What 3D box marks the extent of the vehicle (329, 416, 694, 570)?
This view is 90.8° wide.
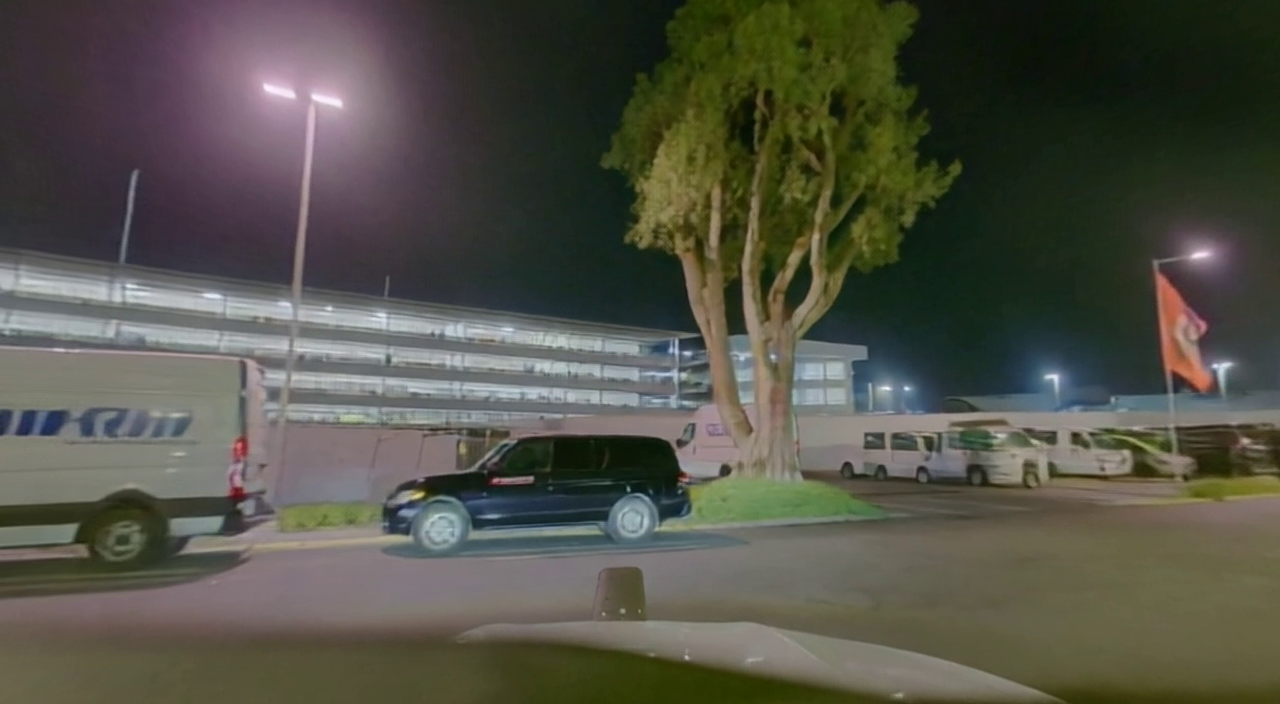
[{"bbox_3d":[-1.864,2.017,9.748,4.992,1.894,2.043,4,-8,-21],"label":"vehicle"}]

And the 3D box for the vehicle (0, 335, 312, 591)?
[{"bbox_3d":[-7.614,1.328,7.858,5.899,2.757,2.257,3,-9,-21],"label":"vehicle"}]

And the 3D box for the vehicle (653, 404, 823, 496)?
[{"bbox_3d":[2.652,2.965,19.334,2.491,2.324,5.986,3,-9,-20],"label":"vehicle"}]

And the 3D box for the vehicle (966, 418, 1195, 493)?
[{"bbox_3d":[15.450,3.637,22.858,2.242,2.227,6.505,1,-8,-21],"label":"vehicle"}]

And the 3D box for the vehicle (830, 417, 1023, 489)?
[{"bbox_3d":[9.855,3.553,22.691,2.228,2.126,6.632,1,-8,-19],"label":"vehicle"}]
